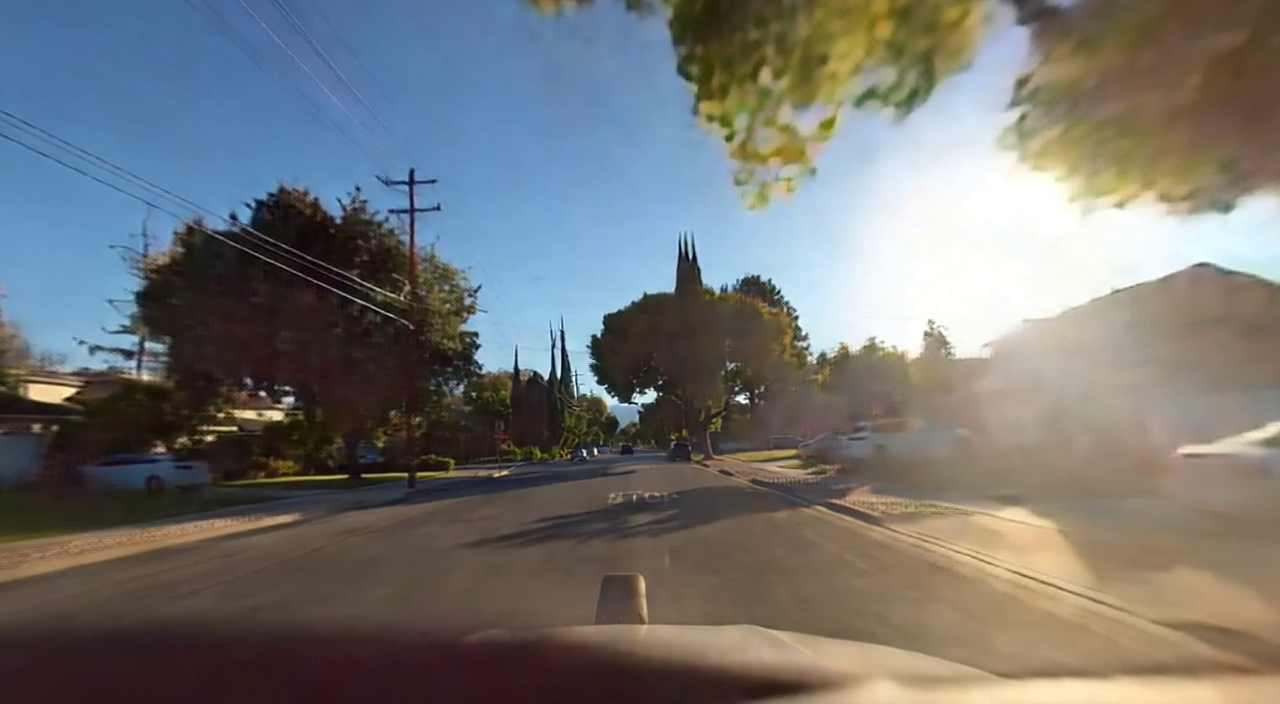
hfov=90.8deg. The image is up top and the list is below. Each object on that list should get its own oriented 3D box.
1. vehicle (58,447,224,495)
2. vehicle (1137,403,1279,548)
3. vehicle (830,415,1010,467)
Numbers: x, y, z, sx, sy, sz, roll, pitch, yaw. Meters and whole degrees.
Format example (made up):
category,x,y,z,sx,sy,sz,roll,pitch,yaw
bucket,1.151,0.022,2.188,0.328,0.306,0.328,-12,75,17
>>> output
category,x,y,z,sx,sy,sz,roll,pitch,yaw
vehicle,-17.904,4.256,22.828,4.304,1.643,1.969,0,-8,1
vehicle,9.249,1.370,7.741,4.575,1.569,1.924,-3,-8,1
vehicle,11.048,3.568,25.299,5.968,1.963,2.573,1,-8,-3
